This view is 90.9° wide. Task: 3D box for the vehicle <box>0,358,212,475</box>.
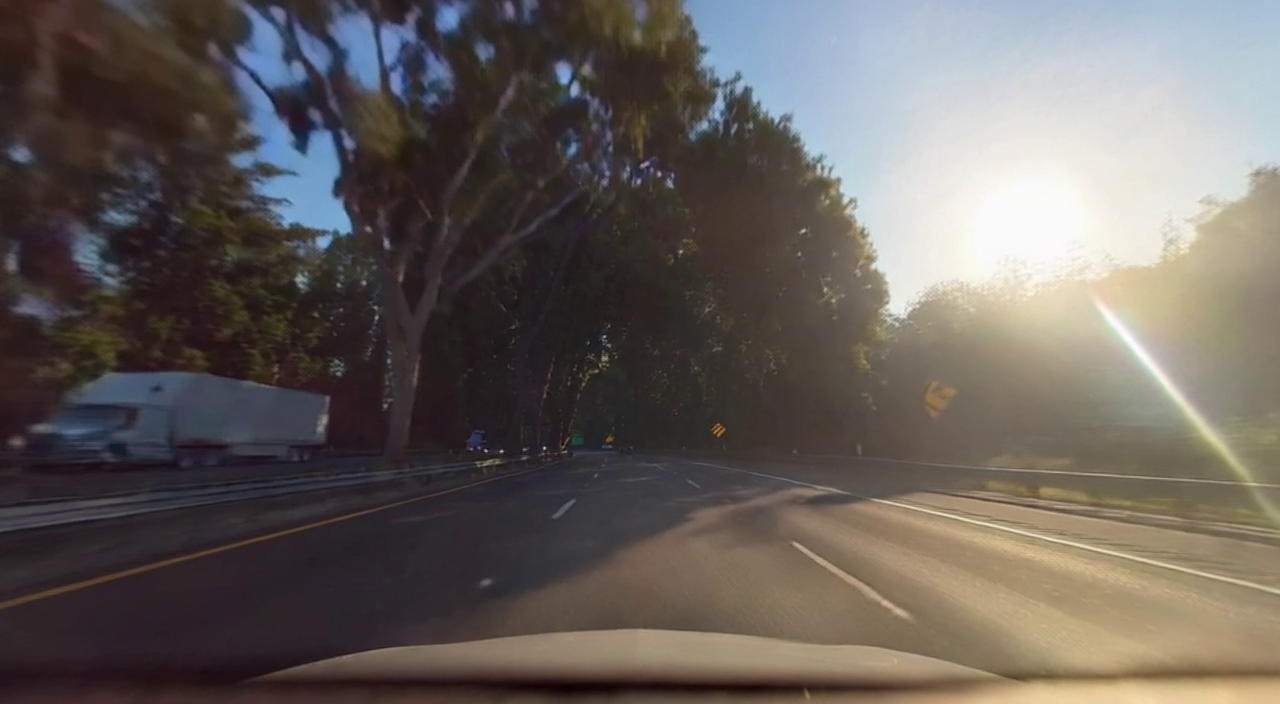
[{"bbox_3d":[-20.356,2.639,24.528,2.957,3.978,6.241,0,-9,-2],"label":"vehicle"}]
